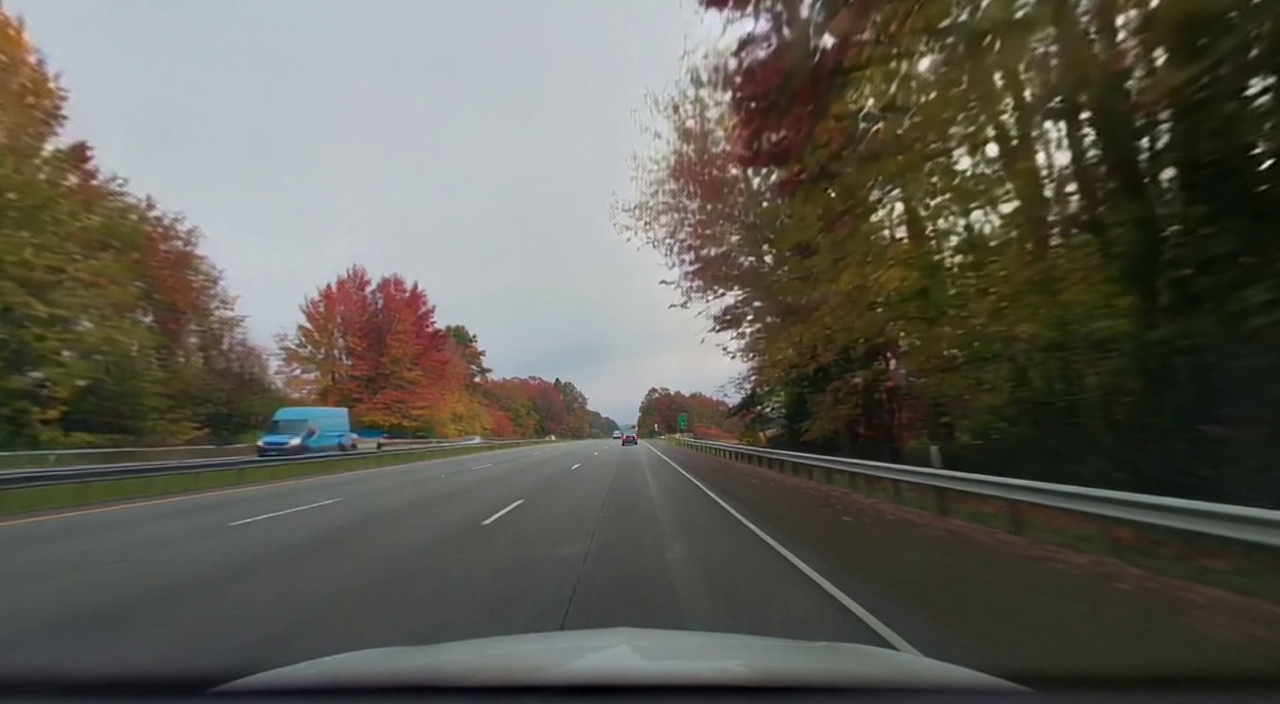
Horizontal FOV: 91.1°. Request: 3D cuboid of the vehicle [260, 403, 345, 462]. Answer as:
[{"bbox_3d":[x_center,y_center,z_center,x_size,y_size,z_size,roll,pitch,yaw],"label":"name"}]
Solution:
[{"bbox_3d":[-25.429,6.158,47.791,3.053,4.137,6.199,0,-8,-2],"label":"vehicle"}]
